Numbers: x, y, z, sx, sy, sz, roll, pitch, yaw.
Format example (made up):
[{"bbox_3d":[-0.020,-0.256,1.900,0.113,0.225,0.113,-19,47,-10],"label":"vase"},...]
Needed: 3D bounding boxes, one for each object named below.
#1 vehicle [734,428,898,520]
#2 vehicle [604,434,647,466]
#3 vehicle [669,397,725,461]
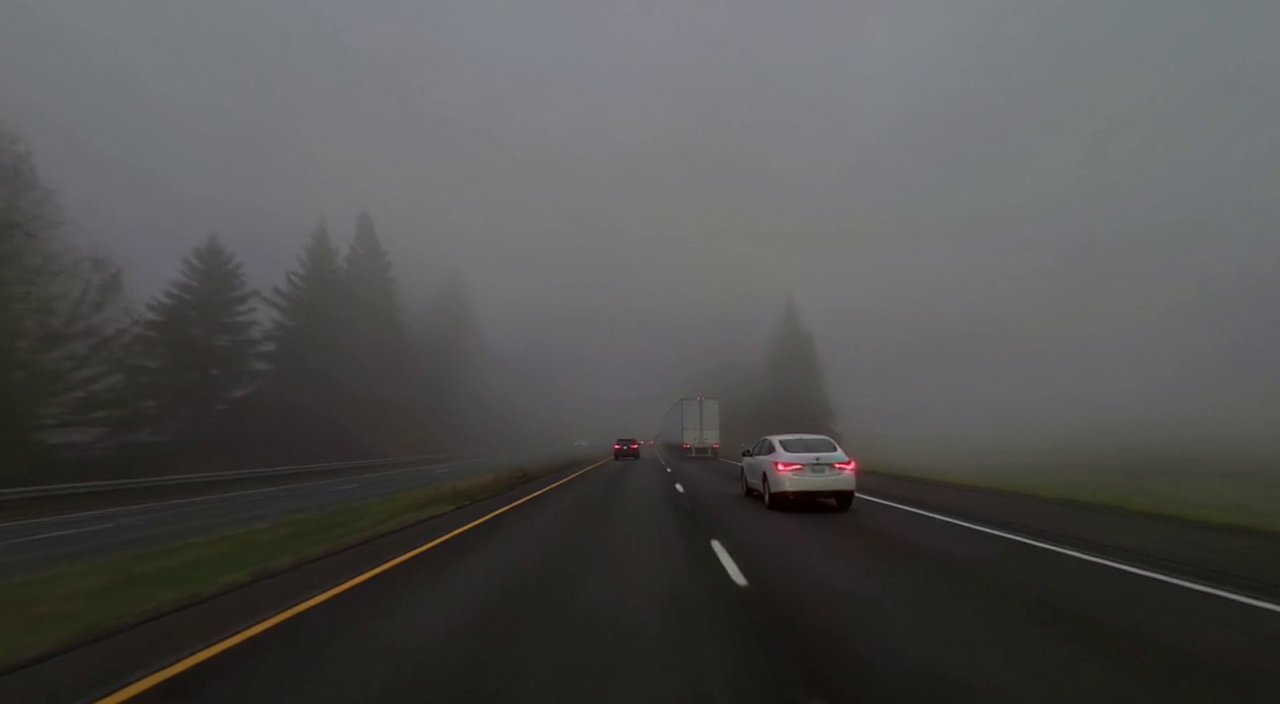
[{"bbox_3d":[3.299,2.354,12.797,2.072,1.534,4.300,0,-8,0],"label":"vehicle"},{"bbox_3d":[-0.703,5.279,34.264,2.192,1.623,4.887,0,-8,1],"label":"vehicle"},{"bbox_3d":[3.959,5.828,47.015,2.919,4.004,13.911,0,-8,0],"label":"vehicle"}]
